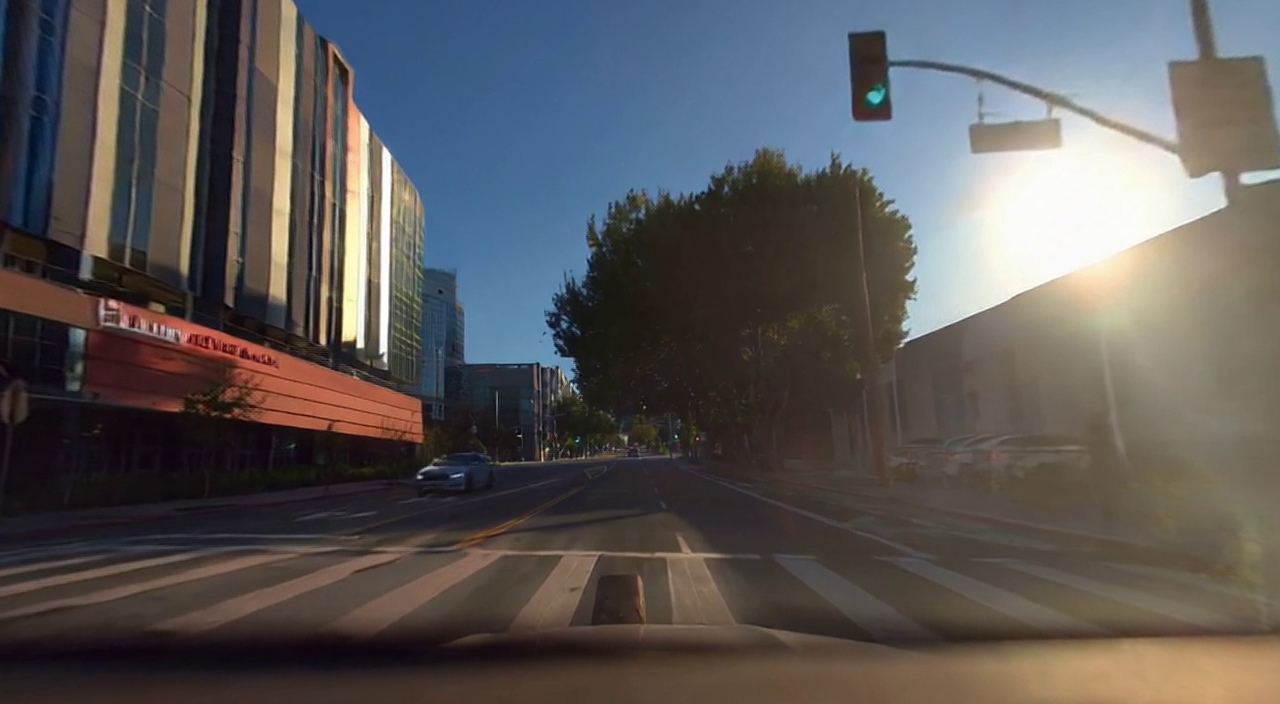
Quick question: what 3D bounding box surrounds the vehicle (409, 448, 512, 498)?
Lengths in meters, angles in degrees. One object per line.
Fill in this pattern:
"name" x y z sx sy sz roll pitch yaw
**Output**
"vehicle" -6.250 4.255 22.666 2.037 1.563 4.754 -1 -8 4
